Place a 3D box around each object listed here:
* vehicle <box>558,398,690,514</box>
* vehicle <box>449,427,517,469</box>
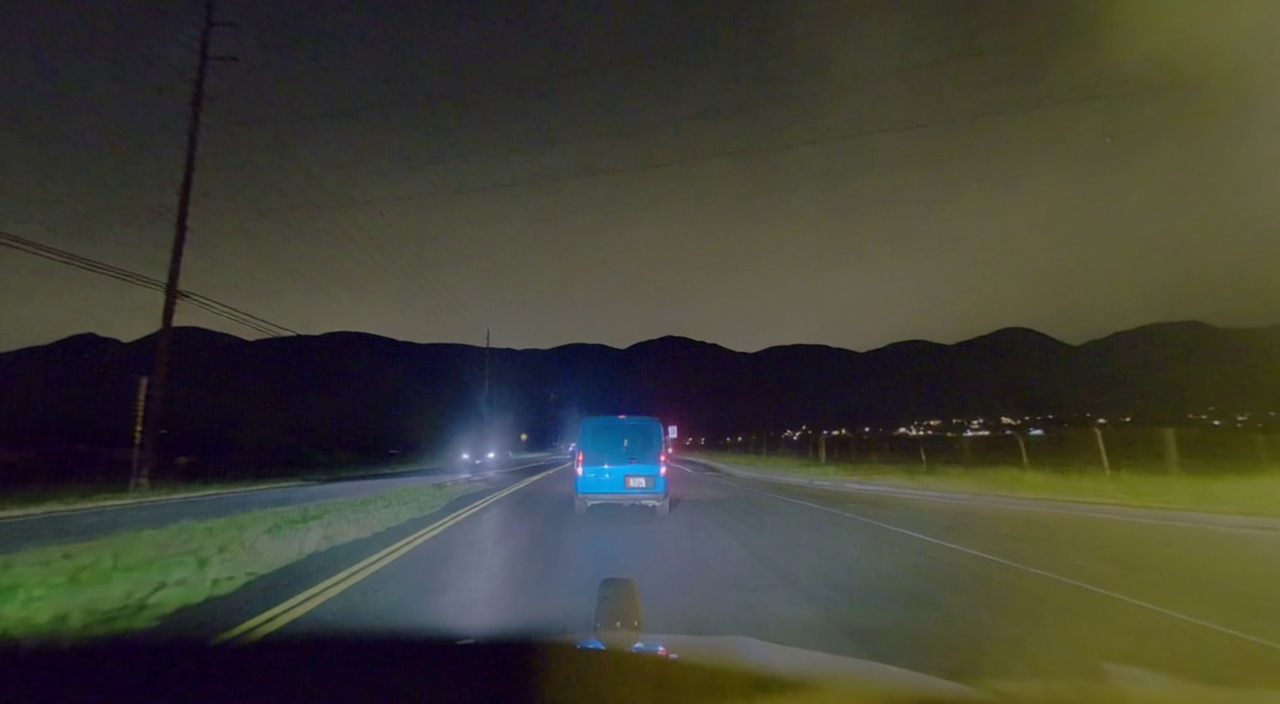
[{"bbox_3d":[-0.392,2.273,14.068,2.454,2.144,4.535,0,-8,-3],"label":"vehicle"},{"bbox_3d":[-9.185,5.700,37.423,2.260,2.264,5.982,0,-8,2],"label":"vehicle"}]
